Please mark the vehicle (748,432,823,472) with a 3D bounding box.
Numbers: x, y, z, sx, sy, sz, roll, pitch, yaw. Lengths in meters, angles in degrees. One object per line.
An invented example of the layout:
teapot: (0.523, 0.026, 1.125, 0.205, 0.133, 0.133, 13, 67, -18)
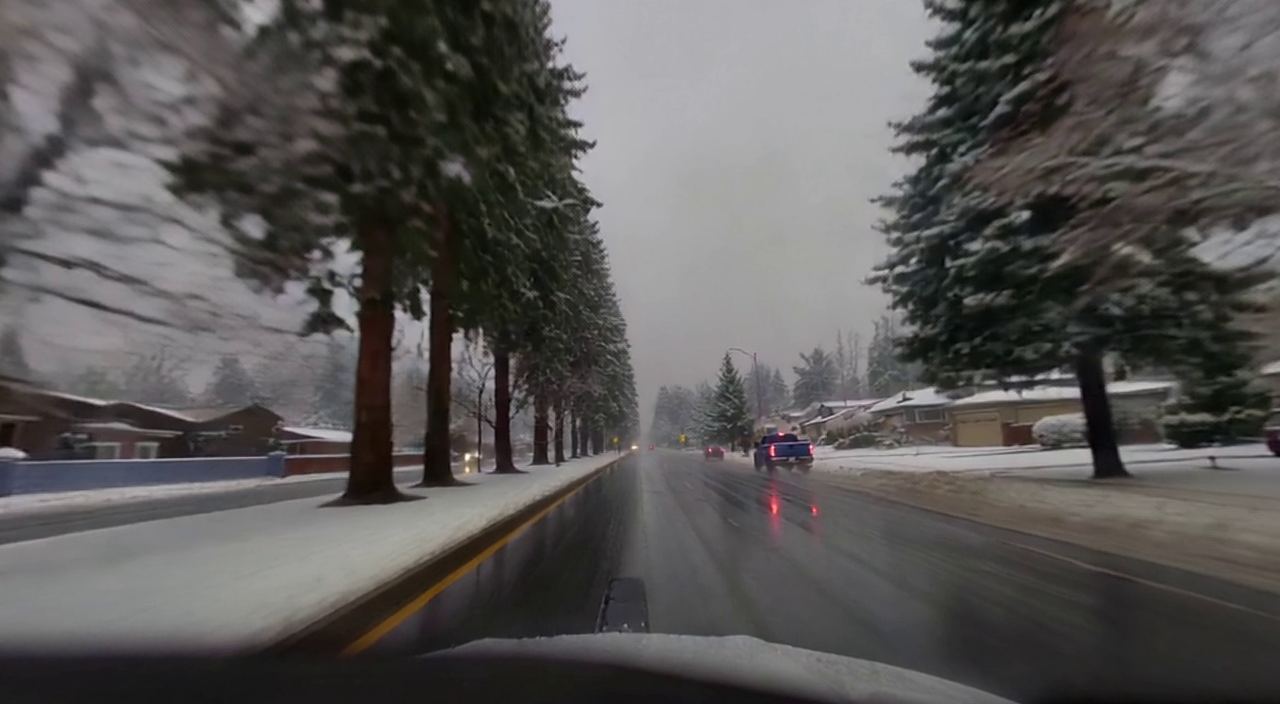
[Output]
vehicle: (6.869, 4.790, 30.418, 2.262, 1.769, 5.666, 0, -8, 0)
